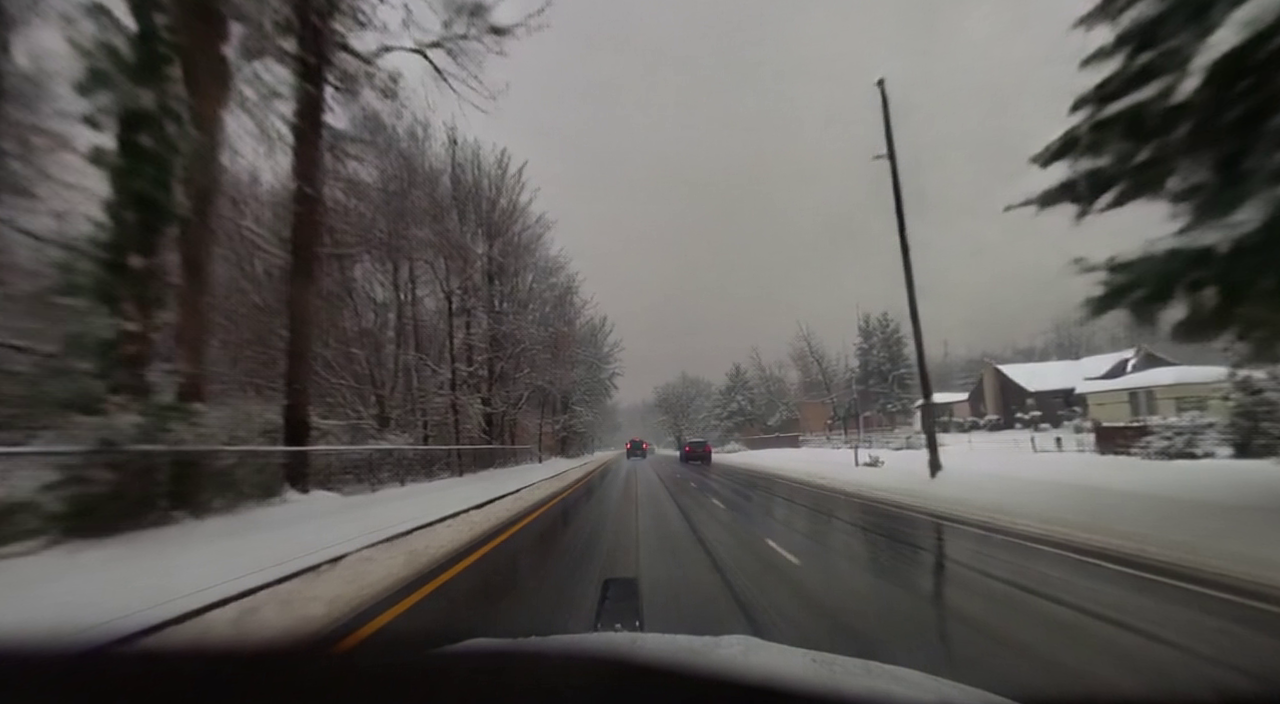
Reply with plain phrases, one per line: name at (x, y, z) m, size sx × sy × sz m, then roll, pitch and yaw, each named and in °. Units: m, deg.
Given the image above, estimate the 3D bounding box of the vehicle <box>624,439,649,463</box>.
vehicle at (-0.295, 7.760, 49.736) m, size 1.925 × 1.799 × 4.257 m, roll 0°, pitch -8°, yaw -1°

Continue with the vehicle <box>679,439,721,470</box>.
vehicle at (3.391, 5.873, 36.451) m, size 1.888 × 1.640 × 4.044 m, roll 0°, pitch -9°, yaw -2°
